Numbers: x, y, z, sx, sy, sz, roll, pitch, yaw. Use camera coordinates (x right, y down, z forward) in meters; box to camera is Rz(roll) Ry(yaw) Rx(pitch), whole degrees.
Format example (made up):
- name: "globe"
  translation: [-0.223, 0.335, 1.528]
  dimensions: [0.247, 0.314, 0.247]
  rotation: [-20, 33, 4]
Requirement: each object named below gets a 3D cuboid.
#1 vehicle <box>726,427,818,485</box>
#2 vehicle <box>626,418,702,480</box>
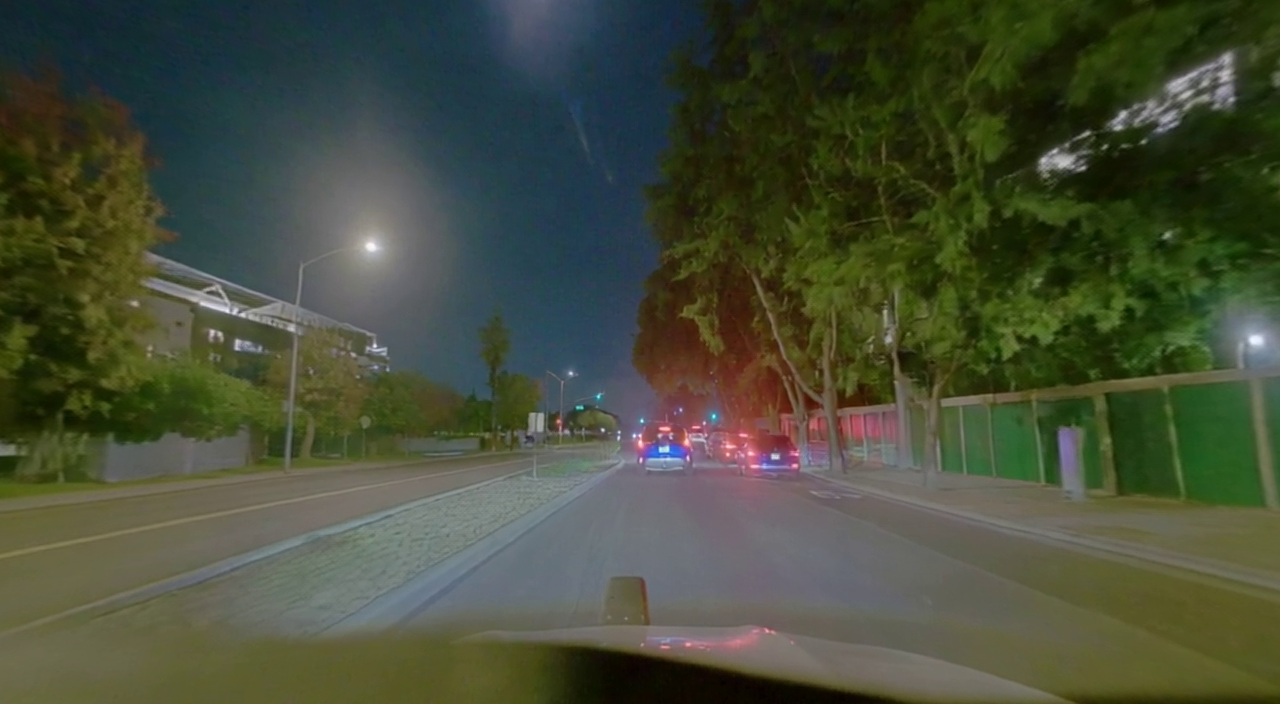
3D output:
- name: "vehicle"
  translation: [4.306, 3.482, 21.427]
  dimensions: [2.138, 1.699, 4.852]
  rotation: [-1, -8, 1]
- name: "vehicle"
  translation: [0.857, 3.395, 22.279]
  dimensions: [2.386, 1.947, 4.168]
  rotation: [-1, -8, 3]
